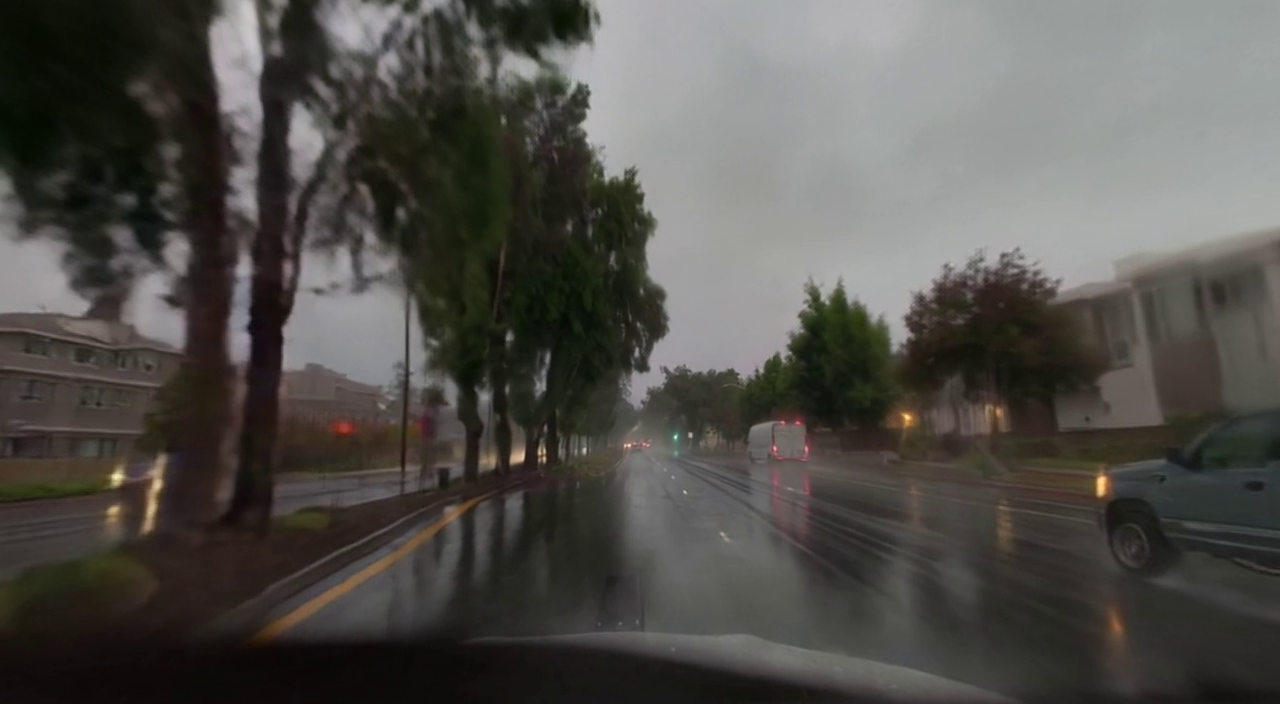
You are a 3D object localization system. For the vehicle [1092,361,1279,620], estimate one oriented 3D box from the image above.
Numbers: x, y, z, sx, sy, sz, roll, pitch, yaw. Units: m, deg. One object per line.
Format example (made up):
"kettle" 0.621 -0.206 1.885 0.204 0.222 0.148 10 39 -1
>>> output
"vehicle" 6.157 0.876 3.646 2.493 1.956 6.125 0 -9 -1

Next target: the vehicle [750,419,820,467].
"vehicle" 10.170 6.523 45.436 2.842 2.993 8.104 -3 -8 -1

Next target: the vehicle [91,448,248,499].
"vehicle" -19.486 5.000 26.633 2.146 1.848 5.680 -1 -9 1
